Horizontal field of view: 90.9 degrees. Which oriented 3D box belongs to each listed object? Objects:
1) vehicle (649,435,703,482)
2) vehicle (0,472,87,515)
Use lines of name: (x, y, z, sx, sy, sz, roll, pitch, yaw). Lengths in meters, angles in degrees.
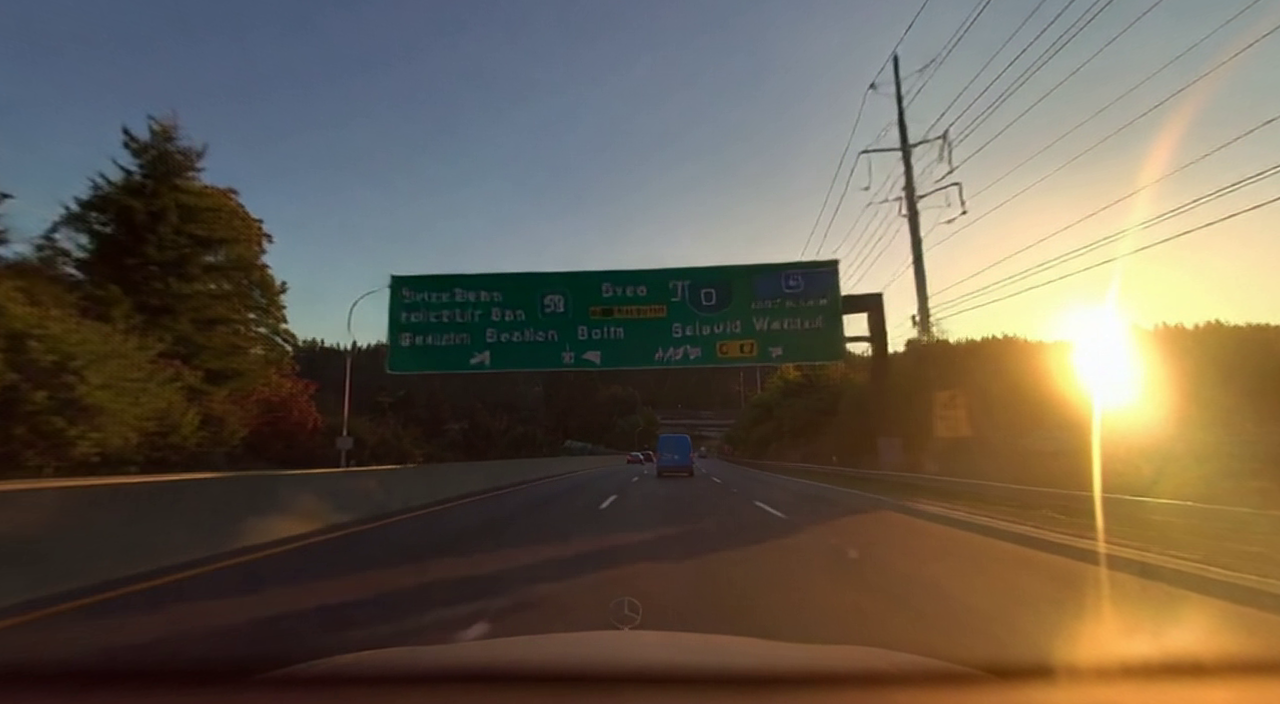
vehicle: (1.650, 4.925, 29.278, 2.261, 1.969, 5.104, -1, -9, 3)
vehicle: (-45.277, 10.257, 45.725, 2.829, 2.613, 7.507, -3, -8, 8)
